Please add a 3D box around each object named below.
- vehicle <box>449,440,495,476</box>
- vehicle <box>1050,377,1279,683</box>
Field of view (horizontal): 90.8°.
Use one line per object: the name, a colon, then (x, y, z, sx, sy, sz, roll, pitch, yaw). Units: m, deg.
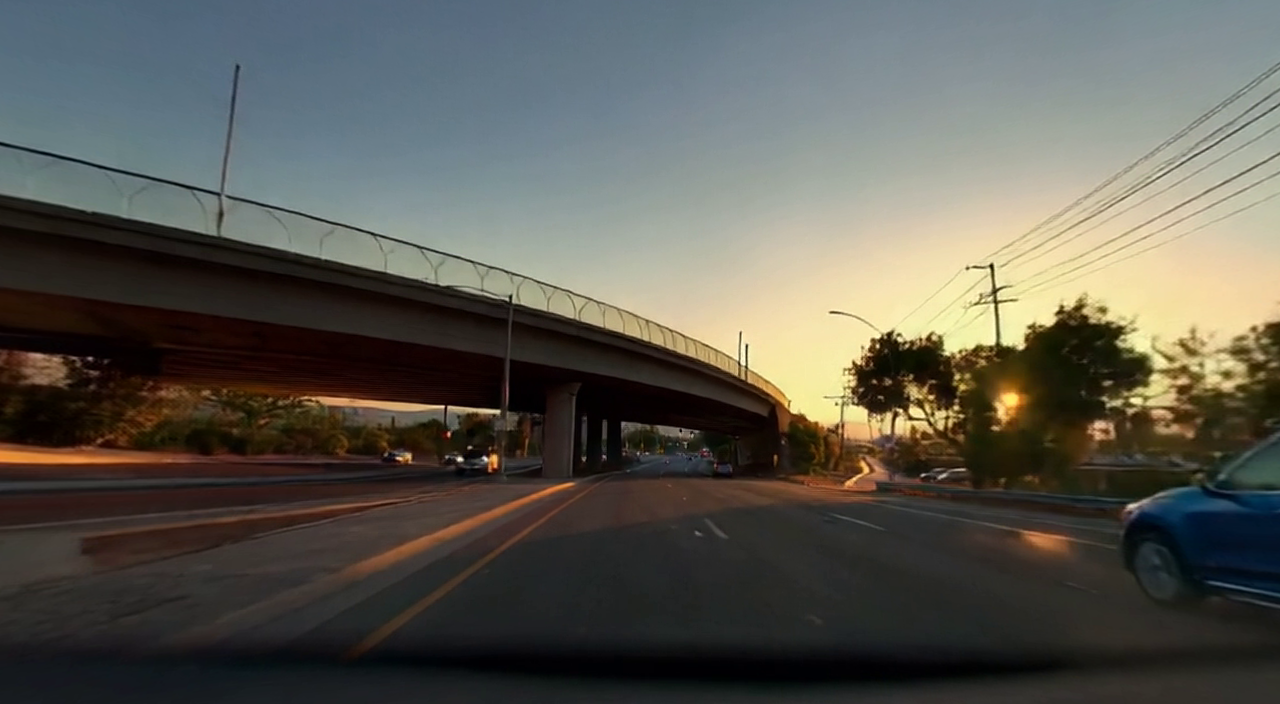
vehicle: (-11.161, 7.166, 42.244, 2.206, 2.034, 4.486, -2, -13, -5)
vehicle: (5.081, 0.958, 3.260, 2.331, 1.872, 5.378, -3, -8, 1)
